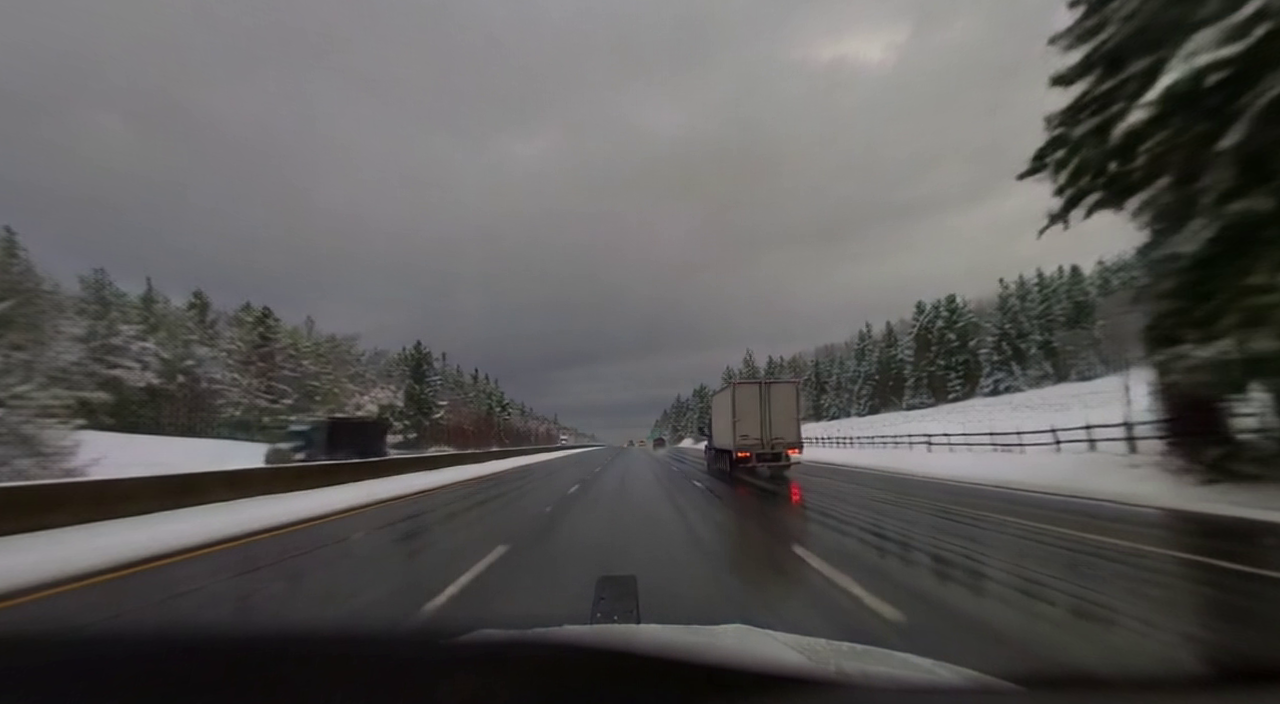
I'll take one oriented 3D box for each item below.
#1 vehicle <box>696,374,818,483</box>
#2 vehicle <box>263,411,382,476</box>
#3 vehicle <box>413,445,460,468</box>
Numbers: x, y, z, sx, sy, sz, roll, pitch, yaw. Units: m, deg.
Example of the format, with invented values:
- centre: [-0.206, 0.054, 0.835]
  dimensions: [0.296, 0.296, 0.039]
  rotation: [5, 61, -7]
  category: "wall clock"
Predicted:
- centre: [3.972, 2.902, 23.427]
  dimensions: [2.766, 3.349, 7.796]
  rotation: [0, -8, -2]
  category: "vehicle"
- centre: [-20.796, 6.087, 42.112]
  dimensions: [2.955, 3.760, 9.717]
  rotation: [-1, -8, -1]
  category: "vehicle"
- centre: [-13.643, 7.014, 42.469]
  dimensions: [1.780, 1.443, 4.176]
  rotation: [-1, -8, 0]
  category: "vehicle"
